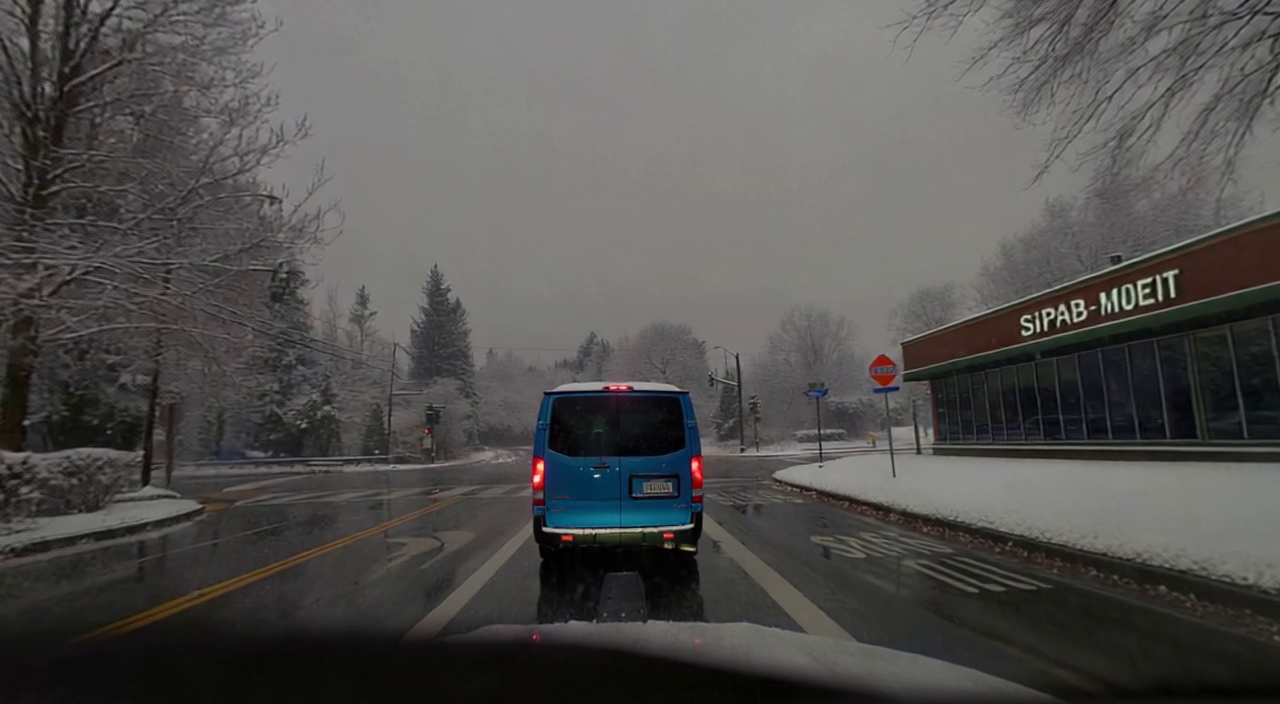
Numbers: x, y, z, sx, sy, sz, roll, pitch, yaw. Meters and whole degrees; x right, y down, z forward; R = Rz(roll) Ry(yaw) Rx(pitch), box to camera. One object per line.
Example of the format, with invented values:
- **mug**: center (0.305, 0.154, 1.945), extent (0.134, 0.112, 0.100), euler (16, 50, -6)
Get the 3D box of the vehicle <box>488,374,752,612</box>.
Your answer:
- **vehicle**: center (-0.293, 1.467, 7.295), extent (2.181, 1.949, 3.932), euler (1, -9, -4)
